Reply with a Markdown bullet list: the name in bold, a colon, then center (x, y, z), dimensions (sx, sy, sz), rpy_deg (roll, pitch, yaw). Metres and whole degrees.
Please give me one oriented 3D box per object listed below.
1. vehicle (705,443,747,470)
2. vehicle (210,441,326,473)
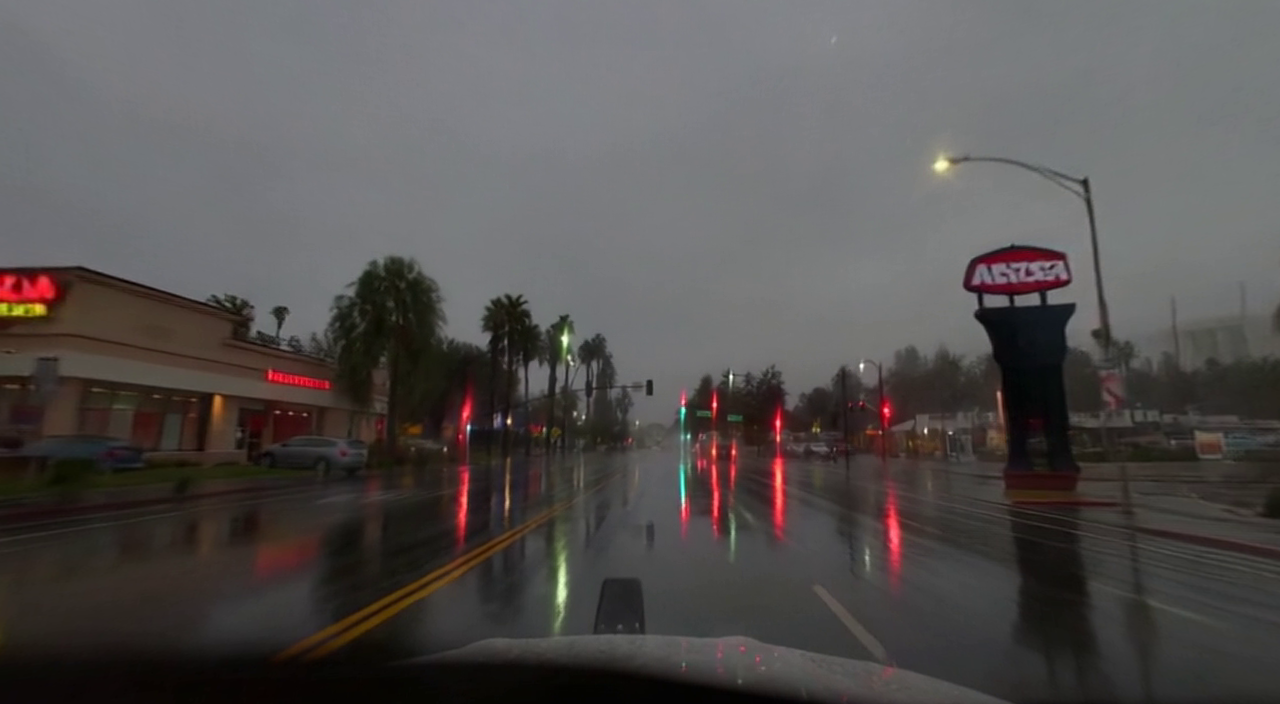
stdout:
- **vehicle**: center (5.100, 6.226, 37.828), dimensions (2.065, 1.507, 4.225), rpy_deg (0, -9, 1)
- **vehicle**: center (-17.582, 4.987, 29.918), dimensions (4.277, 1.453, 1.913), rpy_deg (0, -9, 1)
